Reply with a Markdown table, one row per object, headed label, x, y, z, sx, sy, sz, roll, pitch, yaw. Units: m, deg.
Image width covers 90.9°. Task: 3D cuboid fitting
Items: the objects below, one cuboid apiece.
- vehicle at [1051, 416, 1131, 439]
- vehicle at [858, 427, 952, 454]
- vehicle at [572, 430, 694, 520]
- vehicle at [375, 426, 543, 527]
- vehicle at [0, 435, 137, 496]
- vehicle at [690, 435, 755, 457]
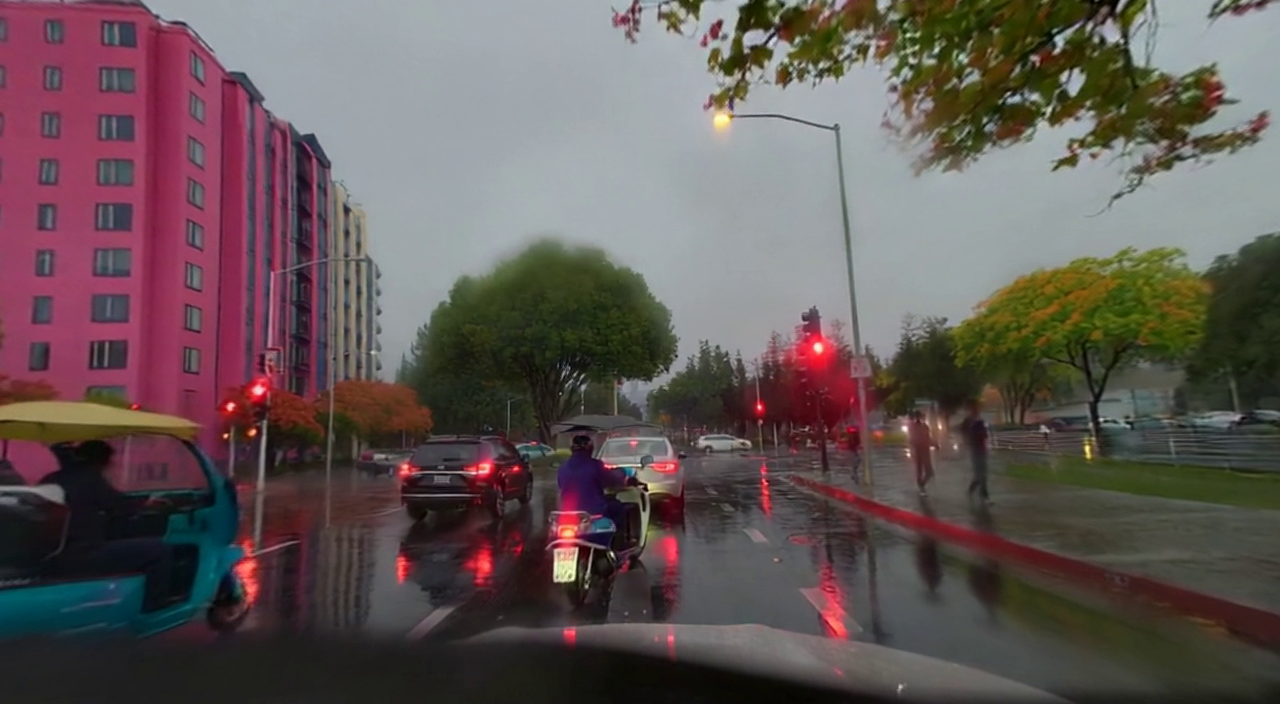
| label | x | y | z | sx | sy | sz | roll | pitch | yaw |
| --- | --- | --- | --- | --- | --- | --- | --- | --- | --- |
| vehicle | 30.820 | 5.193 | 43.142 | 1.751 | 1.420 | 4.027 | 8 | -12 | -42 |
| vehicle | 15.323 | 5.177 | 36.580 | 4.661 | 1.456 | 1.862 | -6 | -10 | 34 |
| vehicle | -0.077 | 2.359 | 12.578 | 2.025 | 1.458 | 4.085 | -1 | -9 | 1 |
| vehicle | -3.261 | 2.330 | 12.331 | 1.935 | 1.615 | 4.073 | -1 | -9 | 2 |
| vehicle | -28.890 | 5.642 | 31.353 | 5.890 | 2.393 | 2.346 | -5 | -7 | 1 |
| vehicle | 5.821 | 6.630 | 44.325 | 4.511 | 1.464 | 1.816 | 6 | -11 | -37 |
